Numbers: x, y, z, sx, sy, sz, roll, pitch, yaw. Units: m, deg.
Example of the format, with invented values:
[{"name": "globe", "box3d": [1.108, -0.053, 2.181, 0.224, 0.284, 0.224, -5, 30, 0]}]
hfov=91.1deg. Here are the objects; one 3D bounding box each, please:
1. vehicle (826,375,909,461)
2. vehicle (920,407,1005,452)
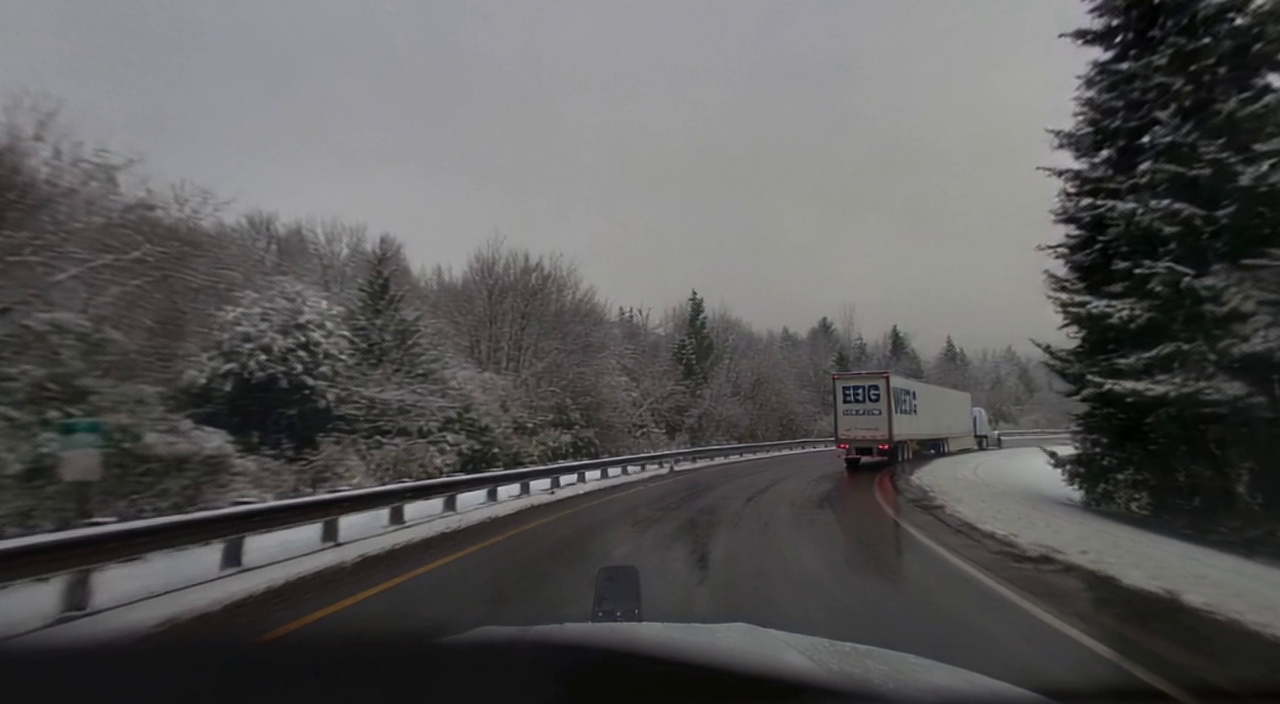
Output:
[{"name": "vehicle", "box3d": [10.740, 3.150, 29.586, 2.963, 3.771, 3.137, -5, -9, 30]}, {"name": "vehicle", "box3d": [19.767, 4.727, 38.327, 6.650, 2.524, 2.120, 6, -10, -41]}]
